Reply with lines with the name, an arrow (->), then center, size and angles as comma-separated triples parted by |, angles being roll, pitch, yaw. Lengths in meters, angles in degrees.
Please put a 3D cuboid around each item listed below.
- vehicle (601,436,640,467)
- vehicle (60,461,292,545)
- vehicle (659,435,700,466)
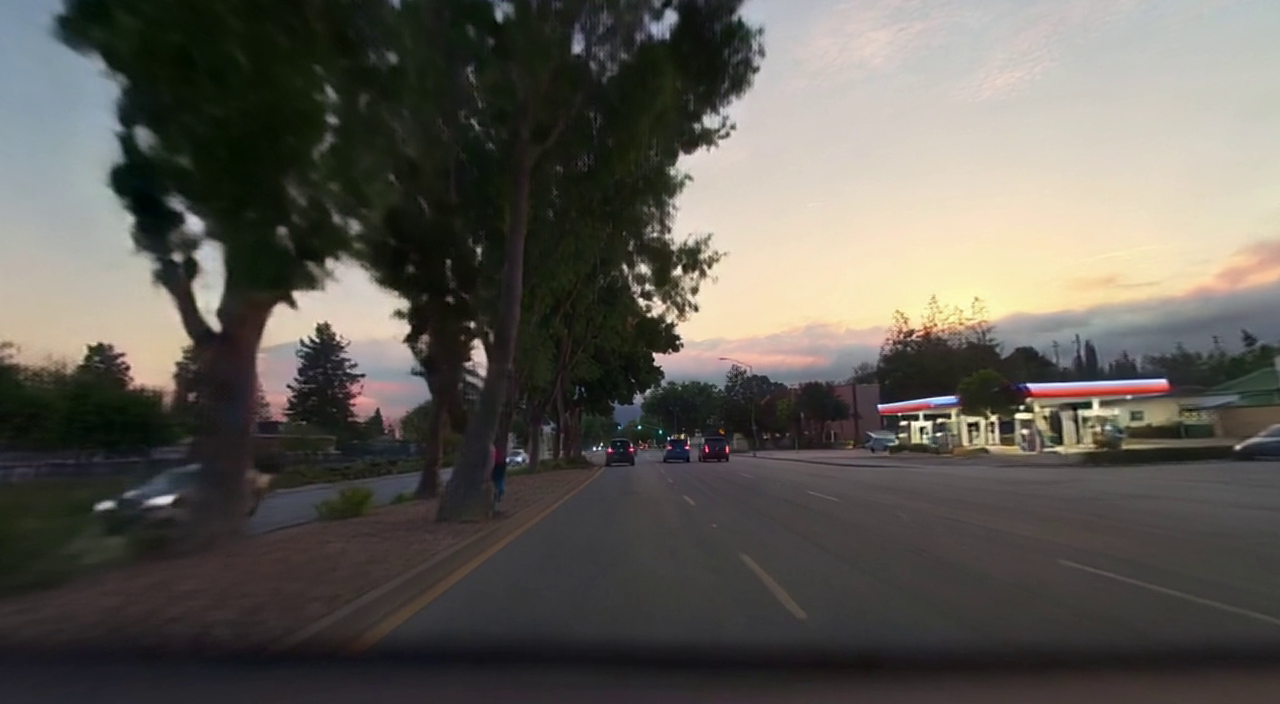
vehicle -> -1.290, 6.215, 39.719 | 2.261, 1.820, 4.255 | 0, -9, -5
vehicle -> -10.353, 3.347, 14.703 | 2.052, 1.503, 4.559 | 0, -8, -2
vehicle -> 2.453, 6.283, 40.394 | 2.140, 1.800, 4.660 | 0, -8, -2
